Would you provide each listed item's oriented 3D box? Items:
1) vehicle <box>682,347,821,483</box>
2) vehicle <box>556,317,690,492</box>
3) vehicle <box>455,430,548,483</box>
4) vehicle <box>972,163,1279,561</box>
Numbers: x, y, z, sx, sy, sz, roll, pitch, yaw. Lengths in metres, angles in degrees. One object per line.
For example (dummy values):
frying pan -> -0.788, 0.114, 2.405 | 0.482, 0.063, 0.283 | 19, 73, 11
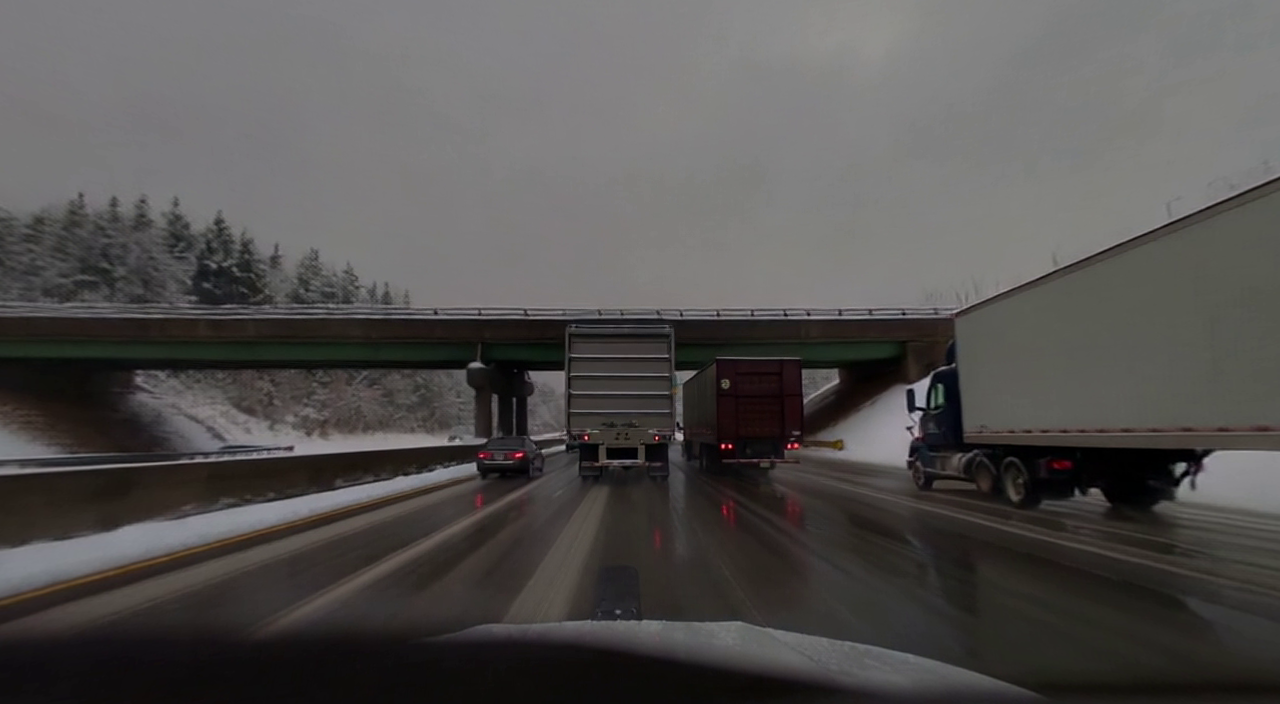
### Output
vehicle -> 3.546, 2.551, 23.735 | 2.817, 3.886, 11.491 | 0, -8, -2
vehicle -> -0.604, 1.911, 20.045 | 3.090, 4.065, 10.702 | 0, -8, -2
vehicle -> -4.199, 3.214, 19.707 | 2.049, 1.483, 3.786 | 0, -8, 0
vehicle -> 8.187, 0.000, 5.792 | 3.000, 4.114, 13.063 | 0, -8, -1
